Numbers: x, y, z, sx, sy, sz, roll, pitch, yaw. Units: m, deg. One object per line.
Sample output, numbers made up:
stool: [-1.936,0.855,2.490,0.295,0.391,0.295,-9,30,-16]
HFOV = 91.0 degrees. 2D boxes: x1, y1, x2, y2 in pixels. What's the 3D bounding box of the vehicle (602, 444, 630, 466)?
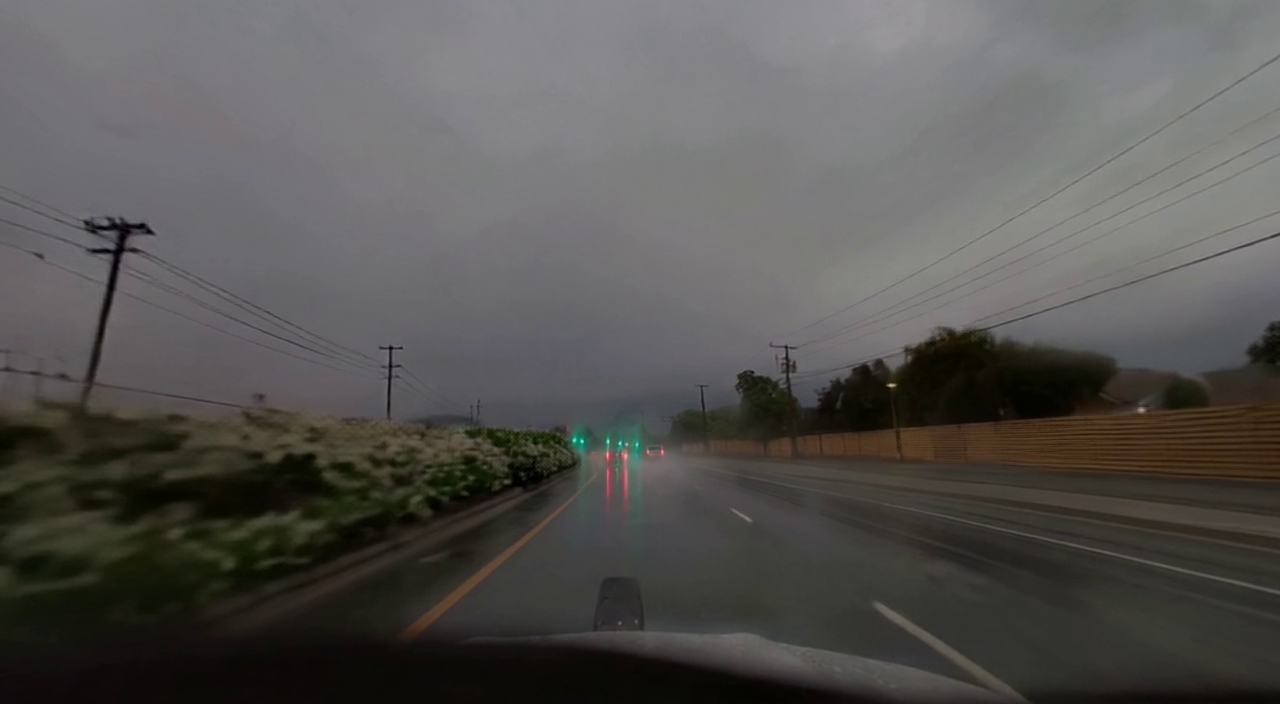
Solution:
vehicle: [-1.925,7.982,48.909,2.005,1.633,4.044,1,-8,-4]
